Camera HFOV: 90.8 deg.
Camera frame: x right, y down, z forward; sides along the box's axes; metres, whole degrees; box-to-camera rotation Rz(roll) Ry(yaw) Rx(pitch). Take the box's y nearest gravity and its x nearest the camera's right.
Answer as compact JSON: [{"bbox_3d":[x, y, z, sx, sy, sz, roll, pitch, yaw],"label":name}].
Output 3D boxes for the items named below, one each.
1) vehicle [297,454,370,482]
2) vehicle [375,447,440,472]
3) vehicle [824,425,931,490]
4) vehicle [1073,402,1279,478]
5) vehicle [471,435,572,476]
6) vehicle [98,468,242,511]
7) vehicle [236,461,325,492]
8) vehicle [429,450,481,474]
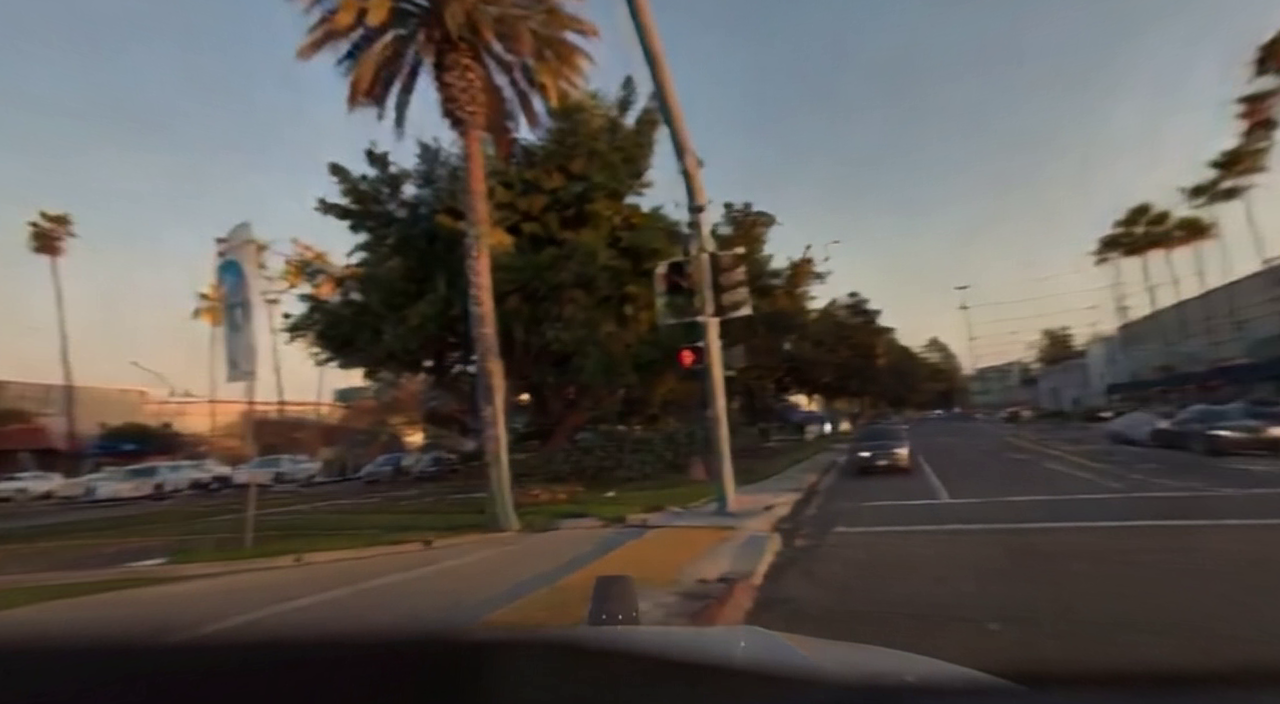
[{"bbox_3d":[-20.203,7.624,41.831,1.867,1.433,4.377,8,-7,12],"label":"vehicle"},{"bbox_3d":[-15.383,7.156,42.012,1.992,1.533,4.178,-3,-10,15],"label":"vehicle"},{"bbox_3d":[6.365,2.865,17.481,1.951,1.546,4.597,-2,-8,11],"label":"vehicle"},{"bbox_3d":[12.612,2.106,14.994,2.068,1.509,4.687,-2,-8,11],"label":"vehicle"},{"bbox_3d":[-5.538,4.777,29.465,4.286,1.569,2.068,-4,-4,29],"label":"vehicle"},{"bbox_3d":[-19.049,5.561,25.911,2.085,1.398,4.355,-2,-9,12],"label":"vehicle"},{"bbox_3d":[-20.200,6.988,35.686,1.997,1.459,4.199,-2,-8,12],"label":"vehicle"},{"bbox_3d":[-12.312,7.339,42.296,1.787,1.464,3.877,-3,-9,10],"label":"vehicle"}]
